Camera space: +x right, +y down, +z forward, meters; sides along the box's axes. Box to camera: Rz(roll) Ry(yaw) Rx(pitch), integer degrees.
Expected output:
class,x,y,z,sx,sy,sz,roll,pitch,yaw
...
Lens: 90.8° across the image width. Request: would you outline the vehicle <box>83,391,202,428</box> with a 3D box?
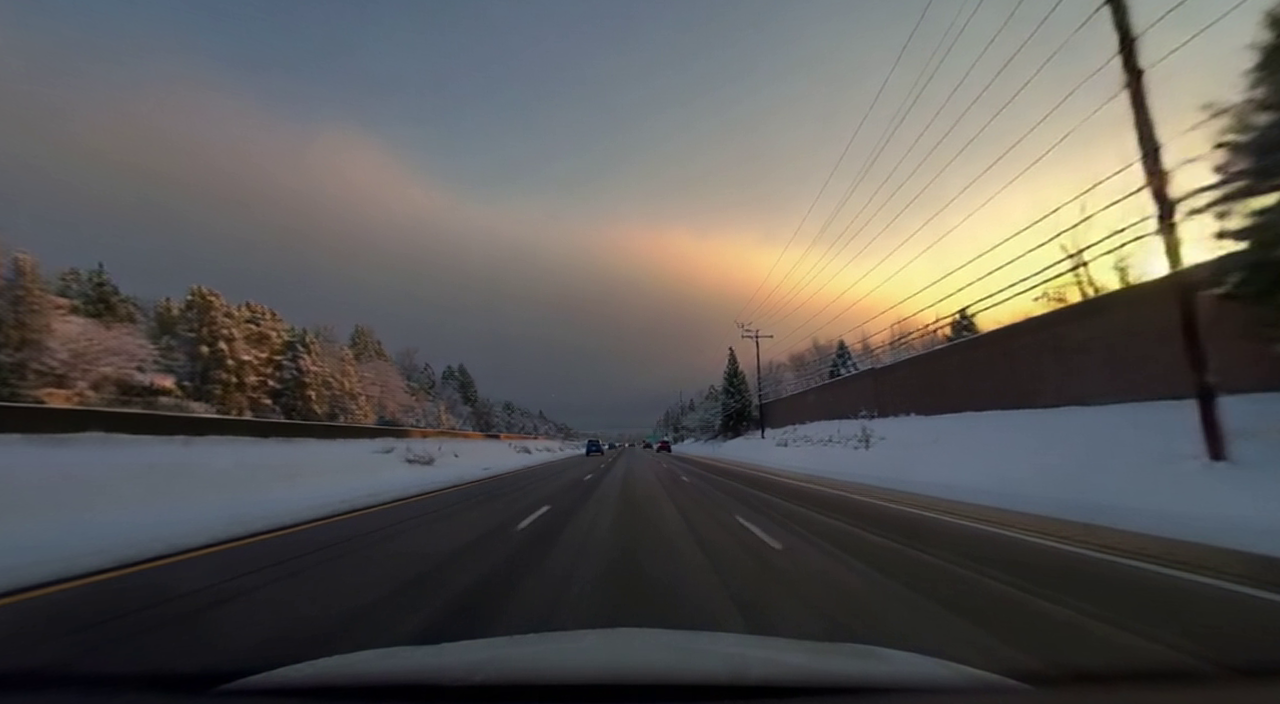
class,x,y,z,sx,sy,sz,roll,pitch,yaw
vehicle,-24.944,2.955,31.953,2.013,1.582,4.900,0,-8,0
